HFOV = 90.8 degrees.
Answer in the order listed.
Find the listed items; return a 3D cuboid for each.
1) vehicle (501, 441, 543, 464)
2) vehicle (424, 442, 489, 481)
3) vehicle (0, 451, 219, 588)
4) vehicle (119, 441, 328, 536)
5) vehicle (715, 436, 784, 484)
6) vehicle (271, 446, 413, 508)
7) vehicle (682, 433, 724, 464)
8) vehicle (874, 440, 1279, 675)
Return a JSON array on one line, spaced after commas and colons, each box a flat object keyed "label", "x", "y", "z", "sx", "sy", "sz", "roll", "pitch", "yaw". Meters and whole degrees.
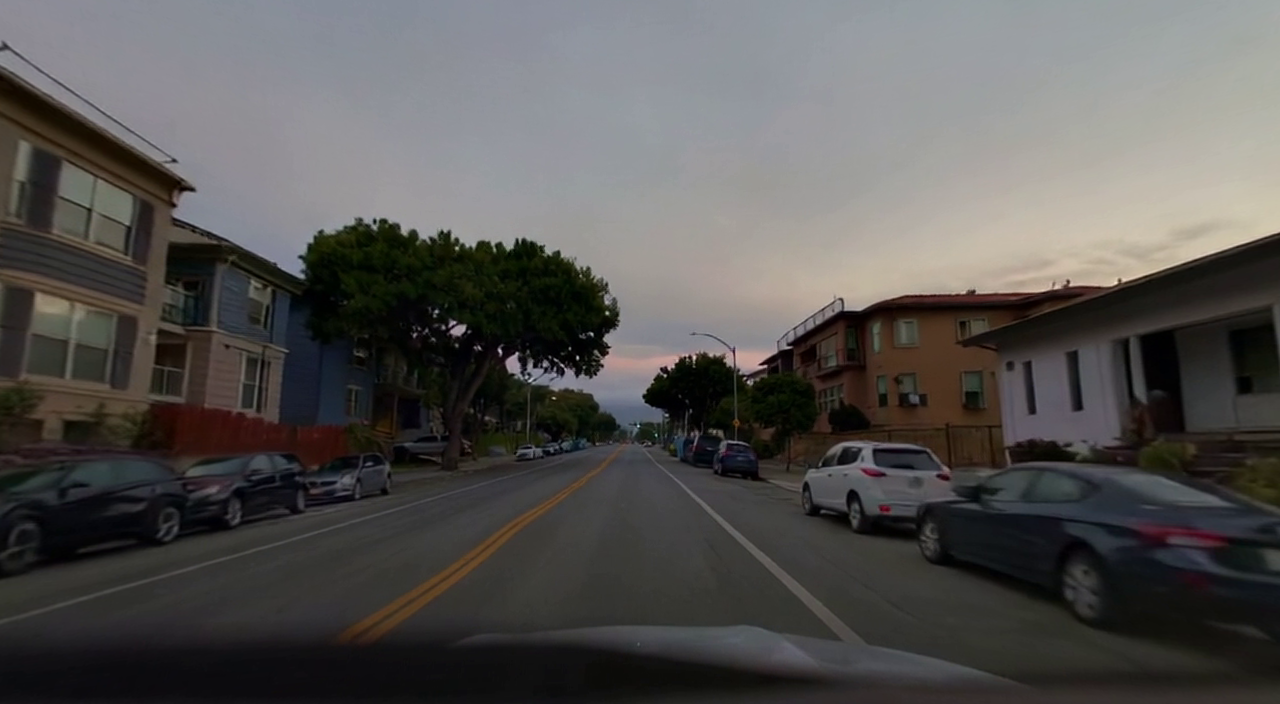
[{"label": "vehicle", "x": -8.294, "y": 7.069, "z": 44.670, "sx": 1.981, "sy": 1.505, "sz": 4.359, "roll": -1, "pitch": -9, "yaw": 2}, {"label": "vehicle", "x": -8.200, "y": 4.888, "z": 28.514, "sx": 1.883, "sy": 1.565, "sz": 3.655, "roll": -2, "pitch": -8, "yaw": -1}, {"label": "vehicle", "x": -8.053, "y": 2.136, "z": 8.716, "sx": 1.852, "sy": 1.482, "sz": 3.916, "roll": -1, "pitch": -9, "yaw": -2}, {"label": "vehicle", "x": -8.237, "y": 2.696, "z": 13.022, "sx": 1.763, "sy": 1.614, "sz": 3.940, "roll": 0, "pitch": -9, "yaw": -3}, {"label": "vehicle", "x": 4.221, "y": 4.221, "z": 25.011, "sx": 1.889, "sy": 1.703, "sz": 4.253, "roll": 0, "pitch": -9, "yaw": -1}, {"label": "vehicle", "x": -8.201, "y": 3.432, "z": 17.941, "sx": 1.875, "sy": 1.498, "sz": 4.395, "roll": -1, "pitch": -9, "yaw": 0}, {"label": "vehicle", "x": 4.181, "y": 6.544, "z": 42.782, "sx": 2.133, "sy": 1.944, "sz": 5.390, "roll": 0, "pitch": -9, "yaw": -1}, {"label": "vehicle", "x": 4.101, "y": 1.639, "z": 6.264, "sx": 1.748, "sy": 1.471, "sz": 4.305, "roll": 0, "pitch": -9, "yaw": -2}]
